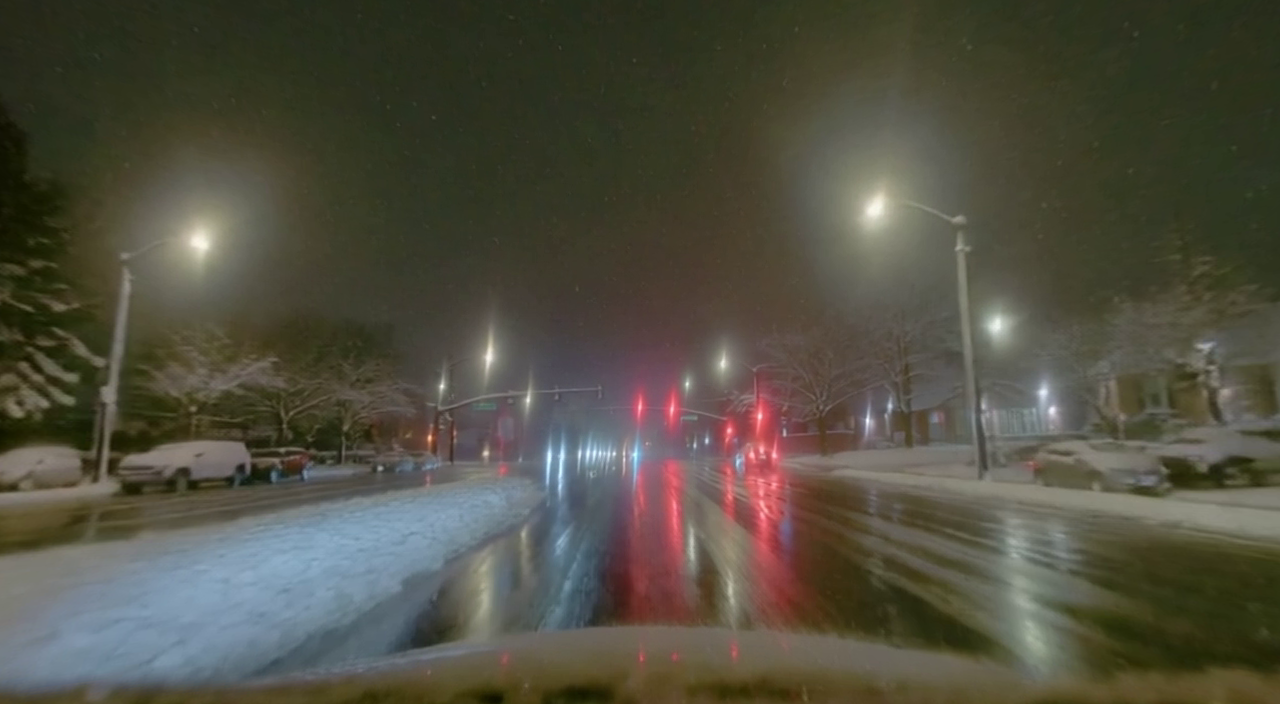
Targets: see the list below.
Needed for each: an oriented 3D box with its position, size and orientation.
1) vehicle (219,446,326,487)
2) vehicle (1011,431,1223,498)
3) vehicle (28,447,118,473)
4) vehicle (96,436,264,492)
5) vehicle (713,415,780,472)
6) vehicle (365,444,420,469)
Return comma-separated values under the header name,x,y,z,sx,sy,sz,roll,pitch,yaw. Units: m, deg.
name,x,y,z,sx,sy,sz,roll,pitch,yaw
vehicle,-15.228,4.741,26.378,1.917,1.577,3.995,0,-9,3
vehicle,12.739,3.036,17.355,2.079,1.541,4.801,0,-9,0
vehicle,-37.119,7.052,41.371,1.906,1.618,4.188,0,-9,2
vehicle,-18.550,4.515,25.950,2.390,1.995,5.895,0,-8,1
vehicle,6.552,5.823,40.006,2.802,3.208,7.459,1,-9,-1
vehicle,-18.263,7.720,46.713,2.097,1.733,4.527,0,-9,1
